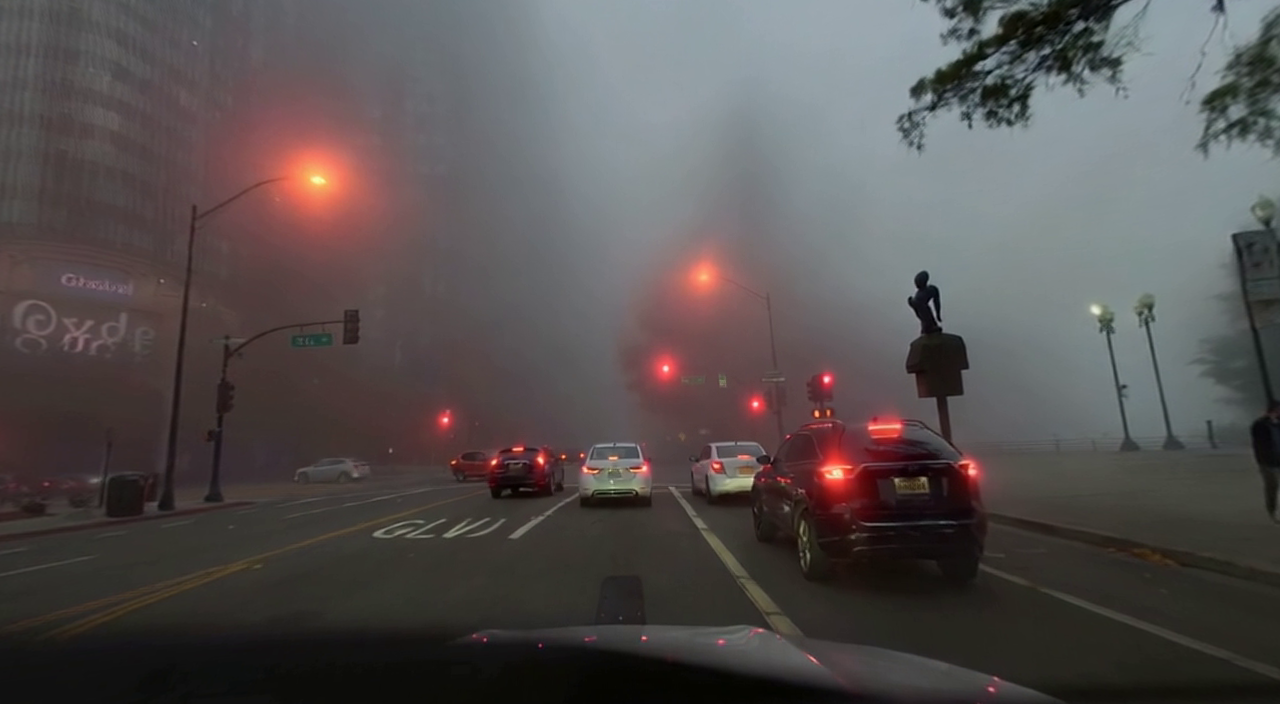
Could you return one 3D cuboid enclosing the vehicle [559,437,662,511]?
[{"bbox_3d":[-0.619,2.797,14.956,2.096,1.492,4.071,0,-9,-1],"label":"vehicle"}]

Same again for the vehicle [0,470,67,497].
[{"bbox_3d":[-40.160,8.500,40.889,4.224,1.622,1.808,0,-9,-1],"label":"vehicle"}]

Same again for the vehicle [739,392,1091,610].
[{"bbox_3d":[2.616,1.558,7.483,2.096,1.775,4.440,0,-9,-1],"label":"vehicle"}]

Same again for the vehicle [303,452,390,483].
[{"bbox_3d":[-18.462,7.206,39.797,4.612,1.752,1.953,6,-10,-35],"label":"vehicle"}]

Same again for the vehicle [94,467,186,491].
[{"bbox_3d":[-32.298,8.218,40.854,4.392,1.427,1.764,0,-9,-1],"label":"vehicle"}]

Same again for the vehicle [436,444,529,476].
[{"bbox_3d":[-9.234,6.323,37.235,4.855,1.769,2.071,5,-10,-30],"label":"vehicle"}]

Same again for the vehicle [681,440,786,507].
[{"bbox_3d":[2.230,3.034,16.253,1.943,1.449,4.202,0,-9,-1],"label":"vehicle"}]

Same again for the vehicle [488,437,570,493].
[{"bbox_3d":[-3.591,3.742,21.321,2.045,1.633,4.864,0,-9,-2],"label":"vehicle"}]
